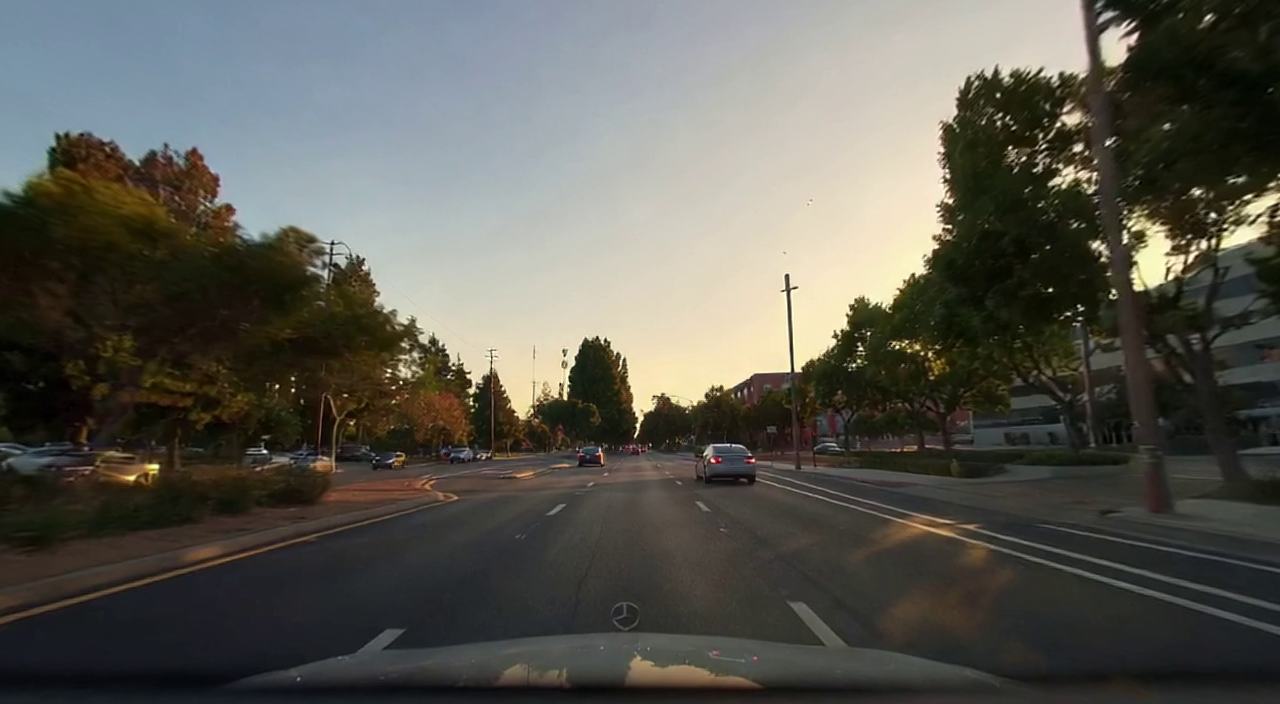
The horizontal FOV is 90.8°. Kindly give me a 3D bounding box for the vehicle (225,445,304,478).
[{"bbox_3d":[-22.439,6.543,38.003,1.995,1.801,4.711,0,-9,-2],"label":"vehicle"}]

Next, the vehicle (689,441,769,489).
[{"bbox_3d":[2.947,3.852,21.850,1.966,1.449,4.290,0,-9,-2],"label":"vehicle"}]

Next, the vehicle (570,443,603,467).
[{"bbox_3d":[-3.656,7.165,44.082,1.935,1.617,4.045,0,-9,0],"label":"vehicle"}]

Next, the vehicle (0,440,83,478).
[{"bbox_3d":[-30.618,5.262,31.112,4.321,1.783,2.075,0,-9,1],"label":"vehicle"}]
